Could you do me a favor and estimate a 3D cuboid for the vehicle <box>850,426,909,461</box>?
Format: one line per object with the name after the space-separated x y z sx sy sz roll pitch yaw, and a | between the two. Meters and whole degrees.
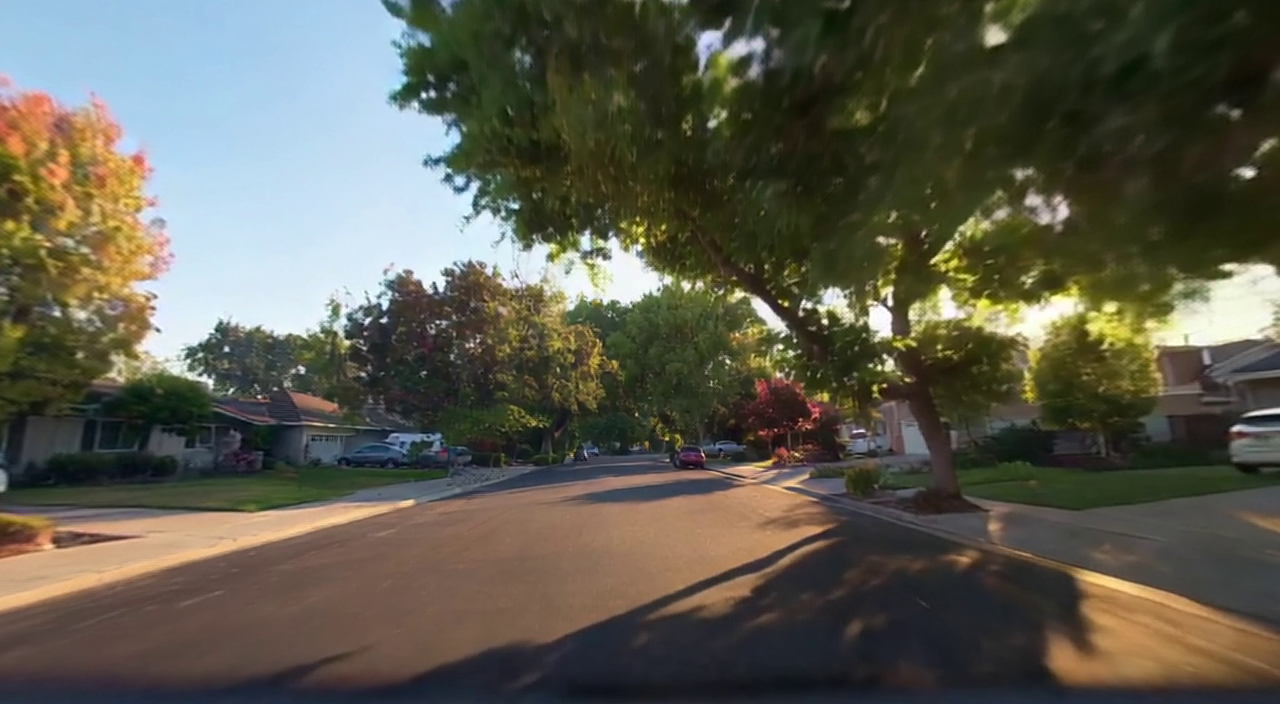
14.495 5.524 37.925 2.222 1.963 4.670 -6 -10 33 | vehicle

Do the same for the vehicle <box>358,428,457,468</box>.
-17.419 7.210 47.341 6.381 2.645 2.703 -3 -9 9 | vehicle

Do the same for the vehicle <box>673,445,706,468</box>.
3.420 7.370 44.489 2.011 1.521 4.292 0 -9 0 | vehicle
